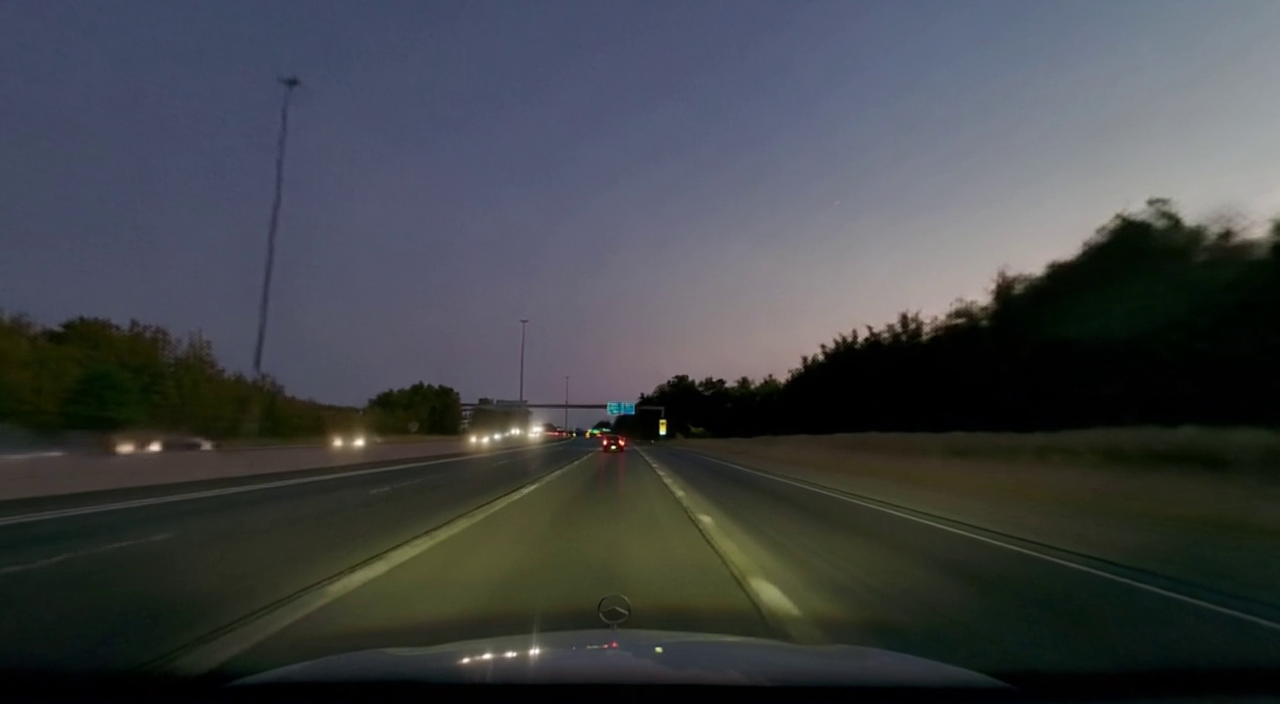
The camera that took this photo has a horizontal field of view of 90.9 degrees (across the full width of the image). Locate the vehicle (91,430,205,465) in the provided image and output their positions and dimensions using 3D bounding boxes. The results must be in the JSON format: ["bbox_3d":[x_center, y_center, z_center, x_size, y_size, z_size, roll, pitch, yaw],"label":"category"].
[{"bbox_3d":[-23.132,4.493,29.856,1.981,1.540,4.231,0,-8,-1],"label":"vehicle"}]

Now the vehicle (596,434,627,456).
[{"bbox_3d":[-1.972,6.478,44.081,2.000,1.491,3.913,0,-8,-2],"label":"vehicle"}]
